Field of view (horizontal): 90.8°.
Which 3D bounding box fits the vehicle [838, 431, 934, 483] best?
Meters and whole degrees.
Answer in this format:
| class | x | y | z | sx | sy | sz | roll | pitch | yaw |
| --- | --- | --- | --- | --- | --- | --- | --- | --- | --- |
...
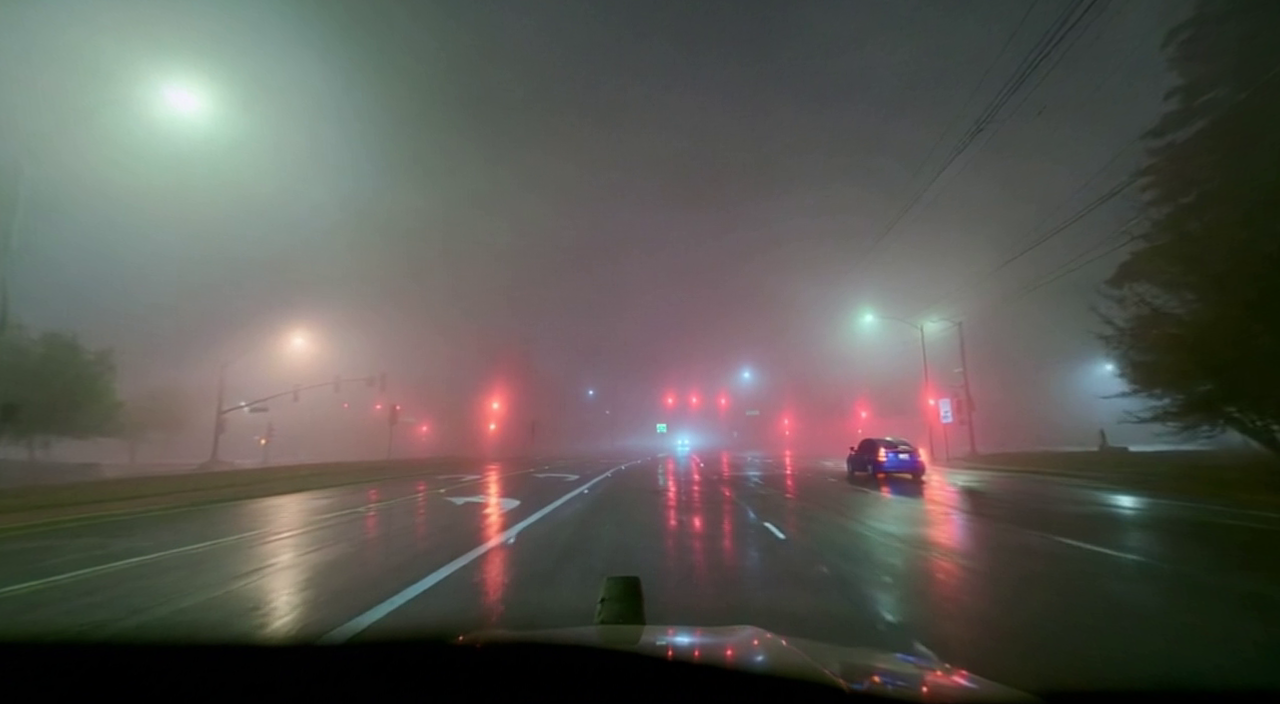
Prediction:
| class | x | y | z | sx | sy | sz | roll | pitch | yaw |
| --- | --- | --- | --- | --- | --- | --- | --- | --- | --- |
| vehicle | 8.049 | 3.463 | 21.057 | 1.797 | 1.544 | 3.685 | -1 | -9 | 2 |
